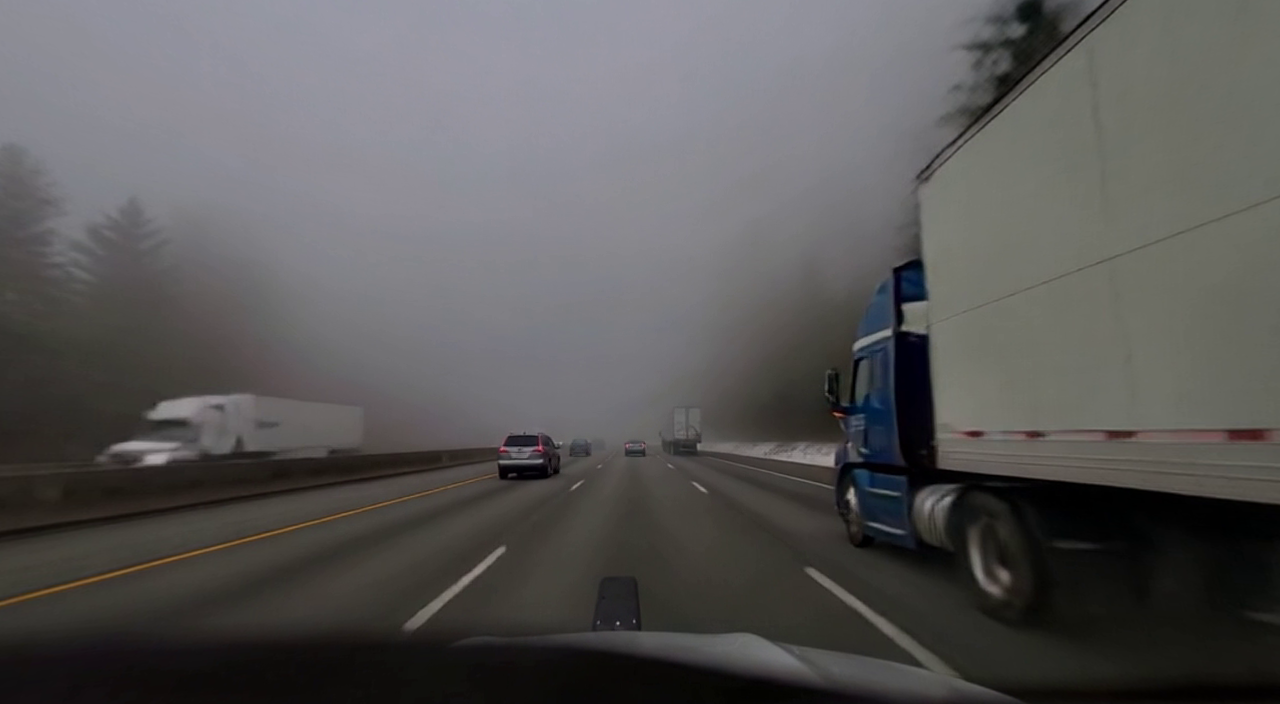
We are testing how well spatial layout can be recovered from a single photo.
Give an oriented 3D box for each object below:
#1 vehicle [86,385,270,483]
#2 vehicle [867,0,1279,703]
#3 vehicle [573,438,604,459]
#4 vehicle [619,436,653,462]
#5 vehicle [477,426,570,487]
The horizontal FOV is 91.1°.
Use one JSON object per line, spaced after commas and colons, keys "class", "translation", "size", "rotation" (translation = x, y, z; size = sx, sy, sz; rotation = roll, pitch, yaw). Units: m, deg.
{"class": "vehicle", "translation": [-19.690, 3.585, 27.482], "size": [2.909, 3.719, 6.646], "rotation": [1, -8, -1]}
{"class": "vehicle", "translation": [3.787, -0.235, 2.869], "size": [3.009, 3.673, 6.099], "rotation": [1, -7, -2]}
{"class": "vehicle", "translation": [-3.877, 7.382, 48.076], "size": [2.021, 1.514, 4.190], "rotation": [0, -8, 0]}
{"class": "vehicle", "translation": [-0.318, 6.276, 40.701], "size": [2.088, 1.567, 4.240], "rotation": [0, -8, -1]}
{"class": "vehicle", "translation": [-3.475, 3.207, 19.712], "size": [2.054, 1.671, 4.445], "rotation": [0, -8, 0]}
